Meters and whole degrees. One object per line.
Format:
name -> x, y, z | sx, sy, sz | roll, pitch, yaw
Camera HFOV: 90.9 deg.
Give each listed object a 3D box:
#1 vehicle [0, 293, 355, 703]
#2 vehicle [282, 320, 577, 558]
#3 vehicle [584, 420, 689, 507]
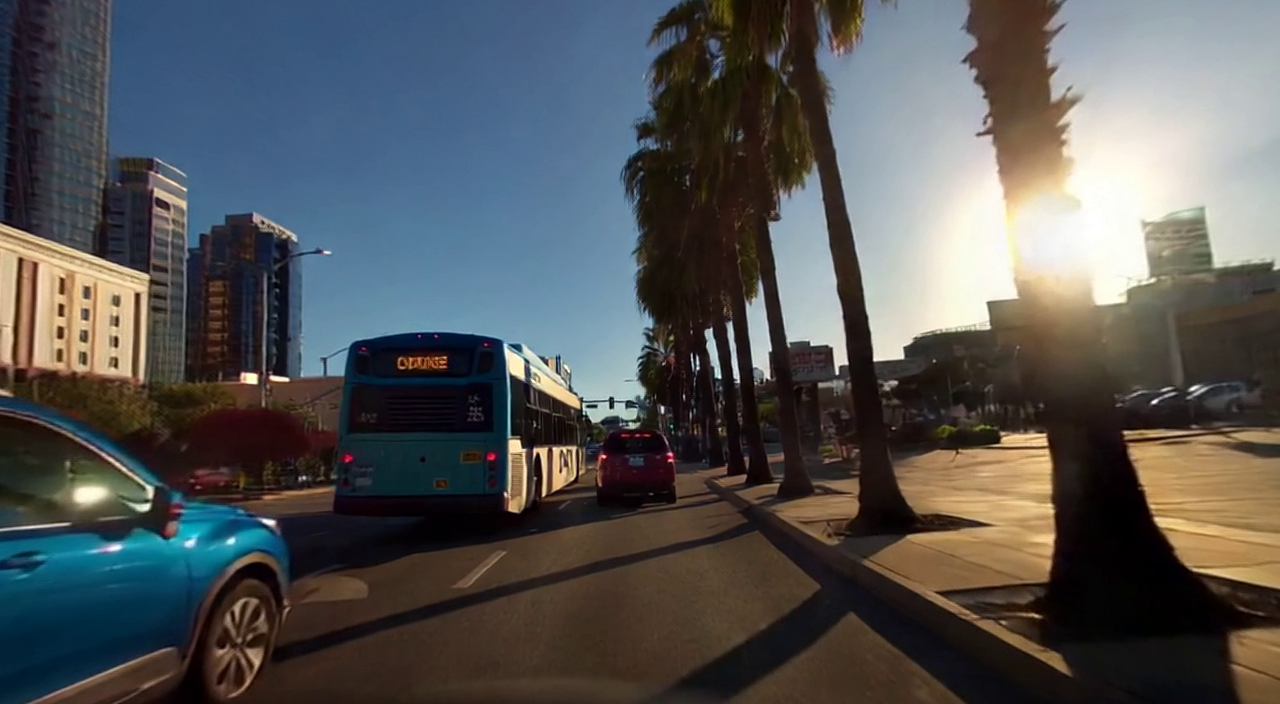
vehicle -> -3.064, 0.739, 2.039 | 2.124, 1.799, 4.587 | 0, -8, 0
vehicle -> -3.109, 1.695, 12.334 | 2.775, 3.064, 8.297 | 0, -8, 1
vehicle -> -0.070, 2.534, 14.682 | 2.120, 1.727, 3.917 | 0, -8, 0
